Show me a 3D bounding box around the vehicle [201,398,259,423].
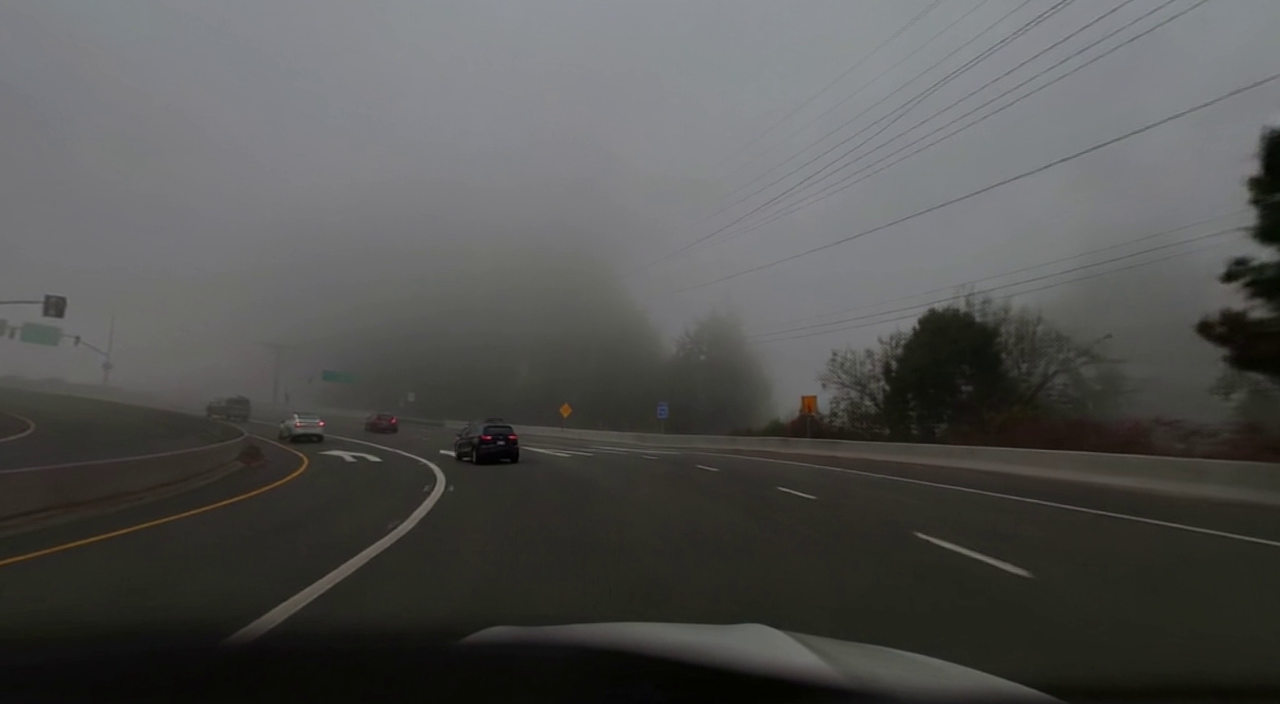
[{"bbox_3d":[-31.038,4.465,47.717,4.285,1.747,2.076,-6,-10,35],"label":"vehicle"}]

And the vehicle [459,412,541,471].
[{"bbox_3d":[-4.743,2.960,20.892,2.140,1.724,4.304,3,-9,-18],"label":"vehicle"}]

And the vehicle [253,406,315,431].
[{"bbox_3d":[-24.144,4.527,42.690,4.623,1.501,2.033,-7,-11,40],"label":"vehicle"}]
